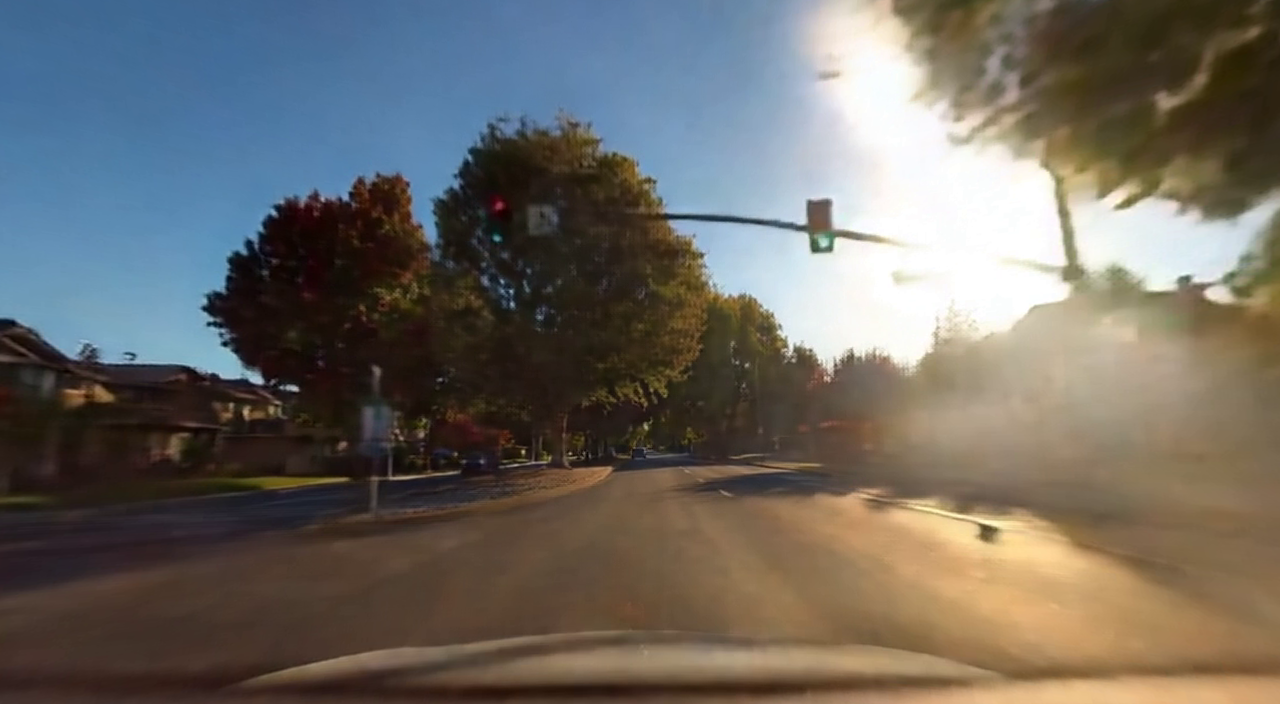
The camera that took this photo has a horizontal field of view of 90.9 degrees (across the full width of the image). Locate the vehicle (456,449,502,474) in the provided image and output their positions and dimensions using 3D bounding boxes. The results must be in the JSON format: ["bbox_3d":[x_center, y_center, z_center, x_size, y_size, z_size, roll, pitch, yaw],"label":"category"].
[{"bbox_3d":[-11.880,8.123,46.966,2.010,1.733,4.868,0,-9,2],"label":"vehicle"}]
